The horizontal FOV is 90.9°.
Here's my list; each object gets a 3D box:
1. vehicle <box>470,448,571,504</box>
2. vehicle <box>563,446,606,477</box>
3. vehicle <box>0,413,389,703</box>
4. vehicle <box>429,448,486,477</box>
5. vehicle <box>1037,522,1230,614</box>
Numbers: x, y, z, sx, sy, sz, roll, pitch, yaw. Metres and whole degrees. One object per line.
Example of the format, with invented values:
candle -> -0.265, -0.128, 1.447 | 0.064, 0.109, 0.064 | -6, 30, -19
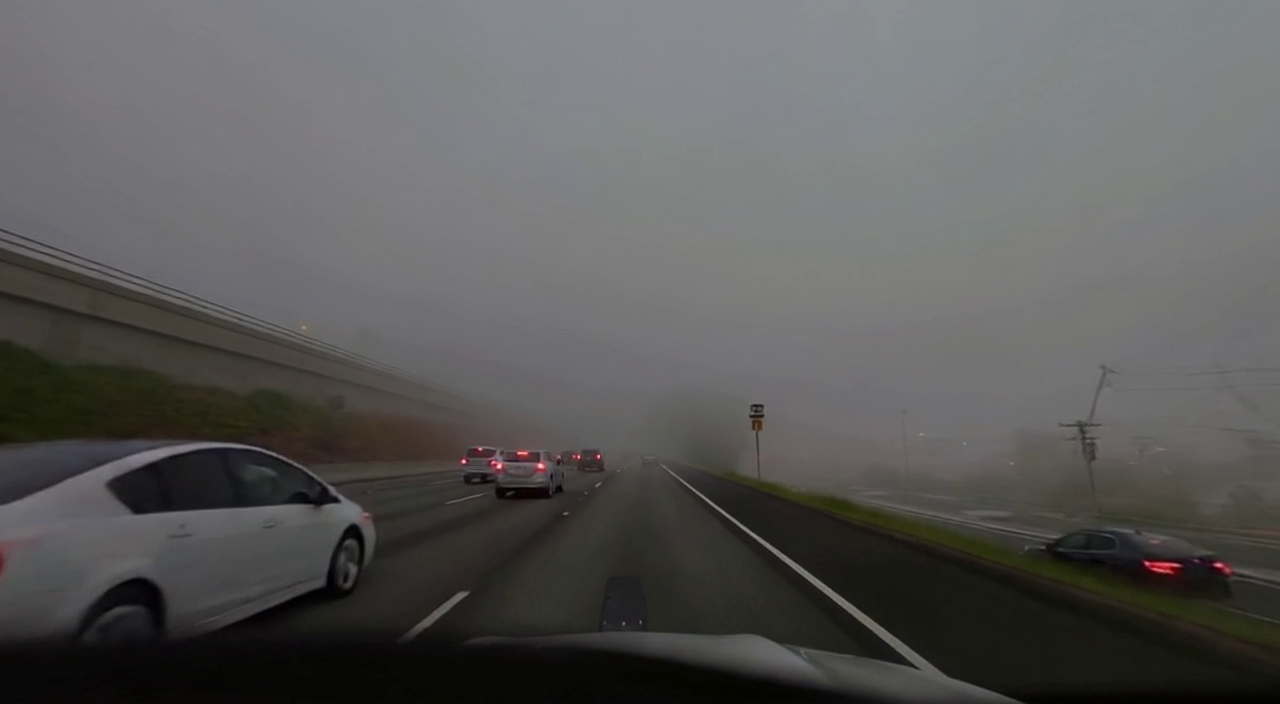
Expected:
vehicle -> -3.391, 3.598, 18.809 | 2.056, 1.449, 4.330 | 0, -8, 1
vehicle -> -3.286, 6.541, 38.107 | 2.052, 1.731, 4.372 | 0, -8, 2
vehicle -> -3.540, 1.260, 4.221 | 1.939, 1.511, 4.246 | 0, -8, 0
vehicle -> -11.072, 6.702, 38.620 | 1.951, 1.628, 4.617 | 0, -8, 2
vehicle -> 12.452, 5.434, 16.281 | 1.853, 1.586, 3.727 | 0, -8, -2
